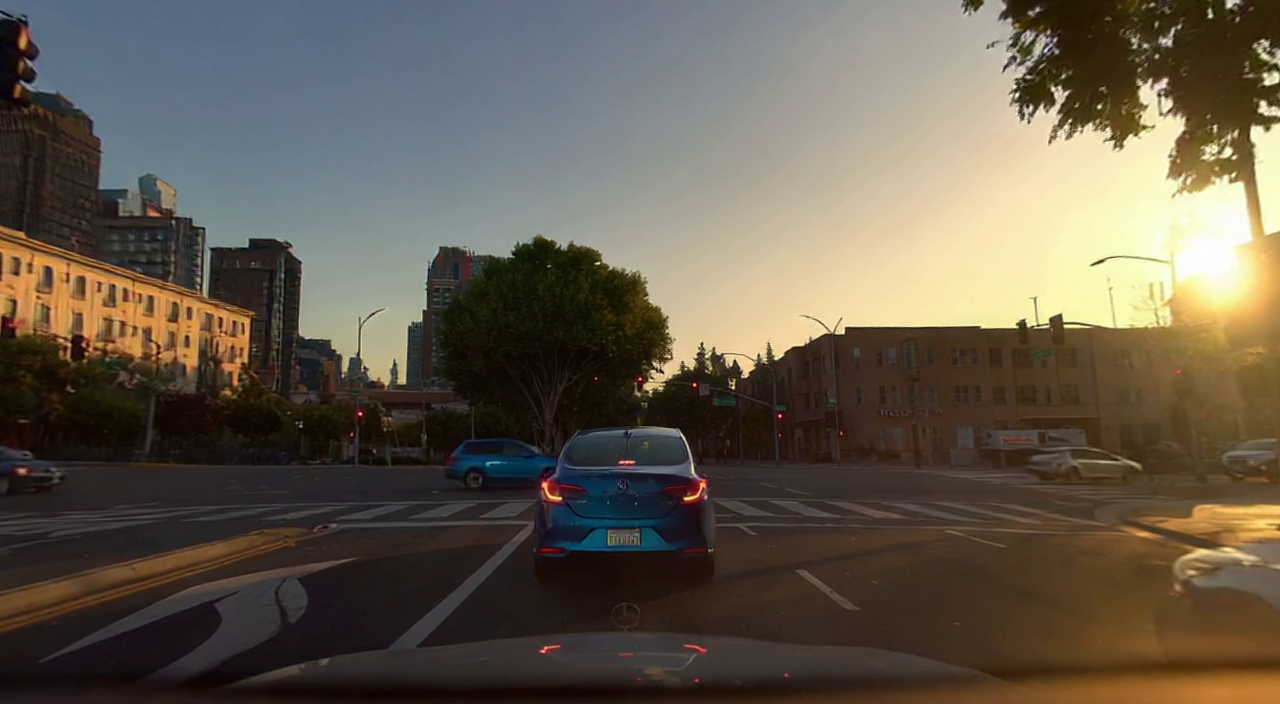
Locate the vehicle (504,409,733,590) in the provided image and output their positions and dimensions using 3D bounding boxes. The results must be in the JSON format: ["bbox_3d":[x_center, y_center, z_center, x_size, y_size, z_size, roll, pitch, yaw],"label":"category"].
[{"bbox_3d":[-0.226,1.623,7.758,2.066,1.618,3.922,0,-8,-1],"label":"vehicle"}]

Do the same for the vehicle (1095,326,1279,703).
[{"bbox_3d":[3.379,0.607,0.858,1.995,1.787,4.810,2,-8,1],"label":"vehicle"}]

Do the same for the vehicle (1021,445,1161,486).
[{"bbox_3d":[20.278,5.101,28.530,4.912,1.731,2.022,1,-8,-6],"label":"vehicle"}]
